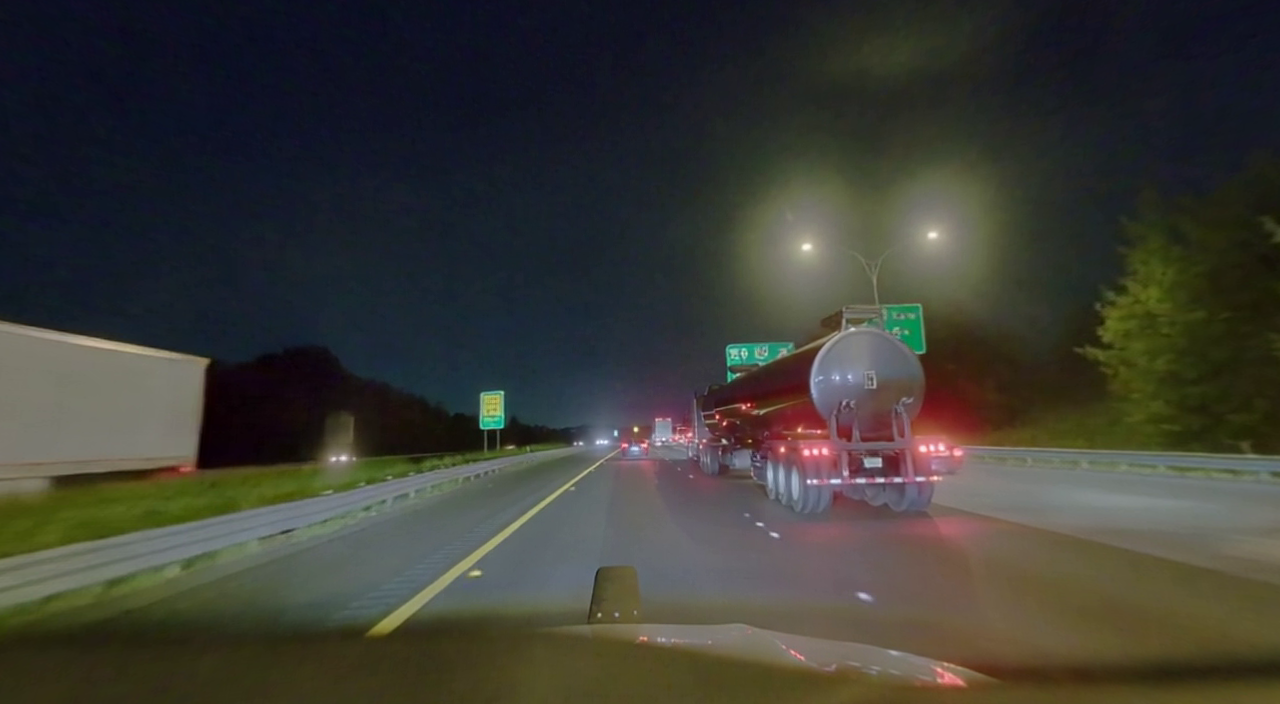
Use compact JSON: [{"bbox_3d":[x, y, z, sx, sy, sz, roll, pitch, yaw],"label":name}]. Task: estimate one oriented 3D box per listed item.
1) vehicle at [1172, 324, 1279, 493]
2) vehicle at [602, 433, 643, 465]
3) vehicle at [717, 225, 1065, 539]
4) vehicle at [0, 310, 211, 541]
[{"bbox_3d":[17.258,1.127,13.529,2.722,4.038,8.781,2,-8,-12],"label":"vehicle"},{"bbox_3d":[-0.864,4.970,32.455,2.000,1.510,3.518,0,-8,-1],"label":"vehicle"},{"bbox_3d":[3.622,0.934,12.425,2.826,3.905,9.262,0,-8,-1],"label":"vehicle"},{"bbox_3d":[-12.905,1.105,9.727,2.895,4.123,14.208,0,-8,-1],"label":"vehicle"}]
